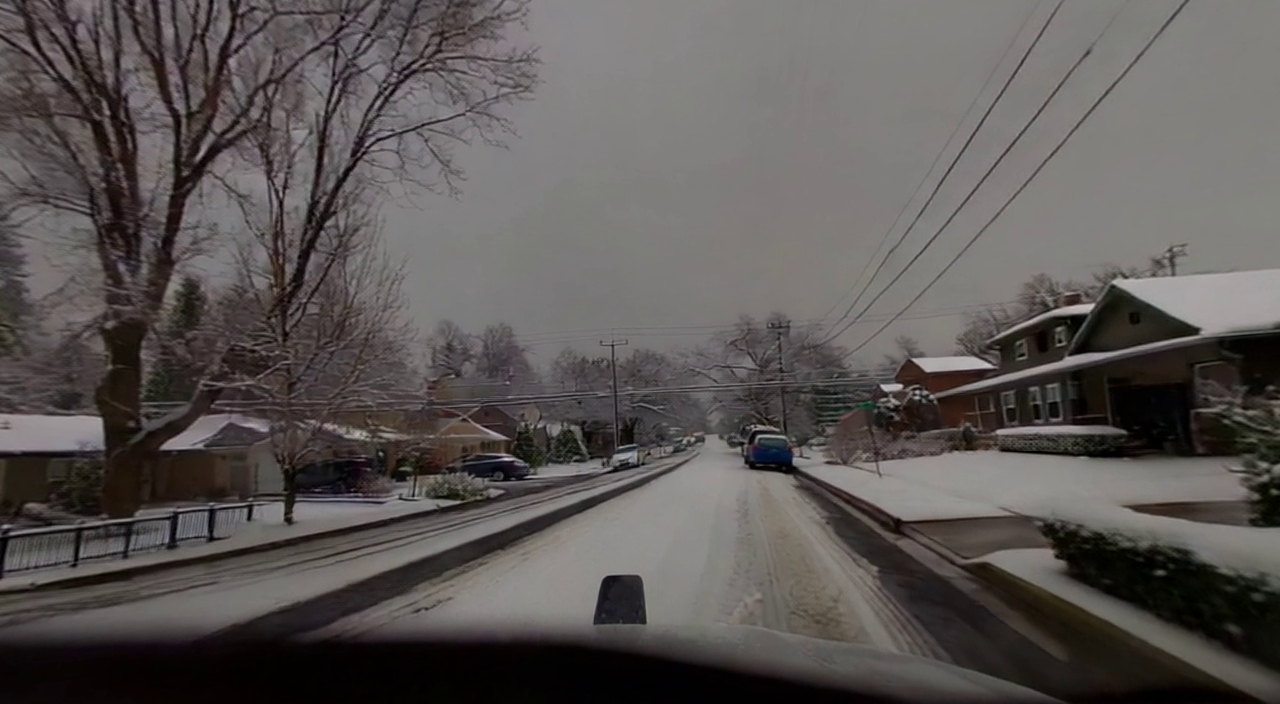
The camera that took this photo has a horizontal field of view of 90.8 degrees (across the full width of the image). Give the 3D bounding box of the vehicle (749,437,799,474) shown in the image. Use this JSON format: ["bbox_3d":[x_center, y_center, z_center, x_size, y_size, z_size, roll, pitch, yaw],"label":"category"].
[{"bbox_3d":[6.175,4.823,29.573,2.005,1.553,3.984,0,-9,8],"label":"vehicle"}]

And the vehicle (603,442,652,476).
[{"bbox_3d":[-0.726,6.832,40.661,2.208,1.834,4.675,-7,-9,8],"label":"vehicle"}]

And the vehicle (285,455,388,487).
[{"bbox_3d":[-15.319,6.002,31.989,4.404,1.495,1.844,-2,-9,10],"label":"vehicle"}]
